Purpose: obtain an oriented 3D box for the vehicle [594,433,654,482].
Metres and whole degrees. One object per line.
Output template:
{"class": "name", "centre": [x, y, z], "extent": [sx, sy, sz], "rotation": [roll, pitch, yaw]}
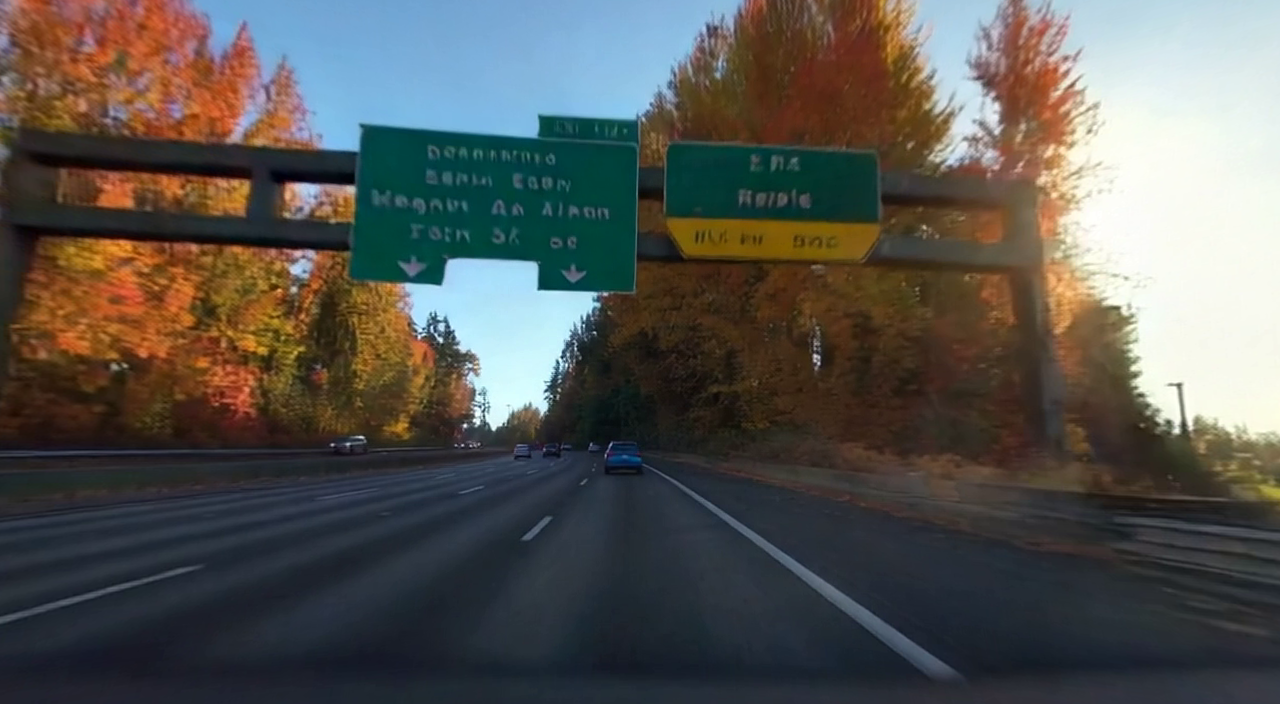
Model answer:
{"class": "vehicle", "centre": [-0.634, 4.035, 24.301], "extent": [2.120, 1.706, 4.226], "rotation": [0, -8, -2]}
